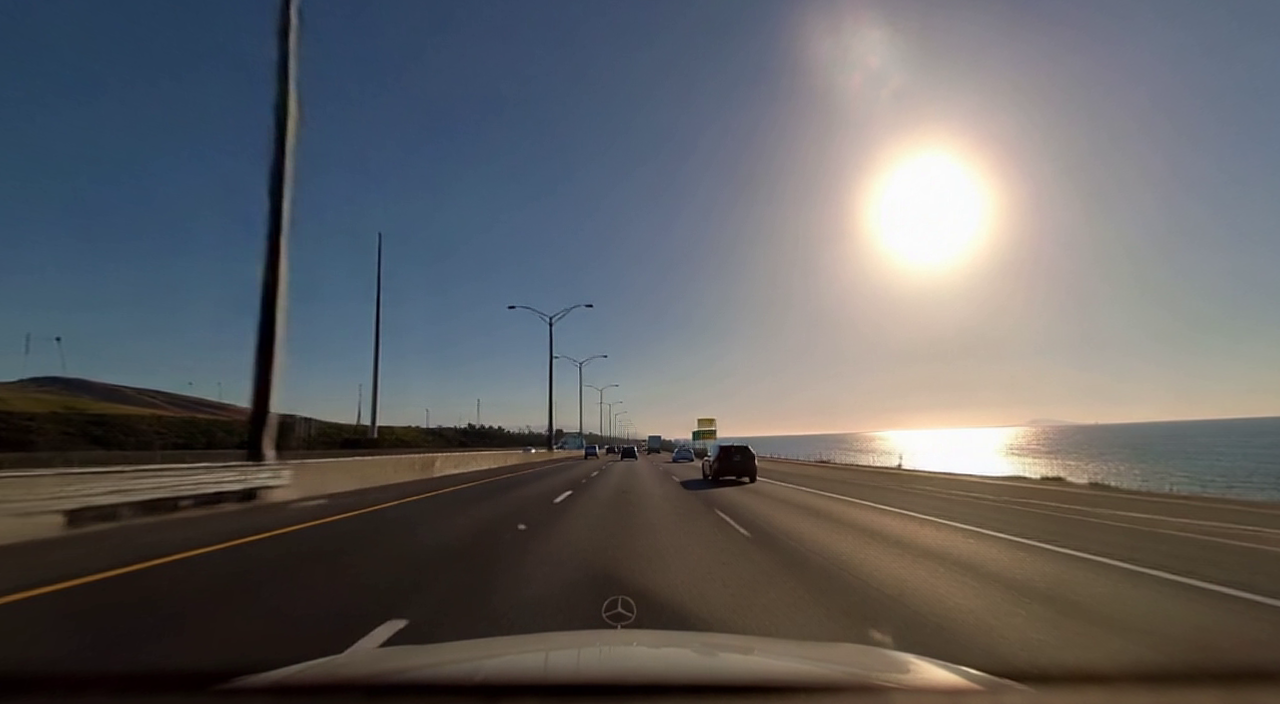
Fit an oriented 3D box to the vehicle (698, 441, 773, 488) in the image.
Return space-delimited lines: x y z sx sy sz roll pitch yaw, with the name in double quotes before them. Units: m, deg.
"vehicle" 3.267 3.967 22.574 1.890 1.490 4.373 0 -8 -1
